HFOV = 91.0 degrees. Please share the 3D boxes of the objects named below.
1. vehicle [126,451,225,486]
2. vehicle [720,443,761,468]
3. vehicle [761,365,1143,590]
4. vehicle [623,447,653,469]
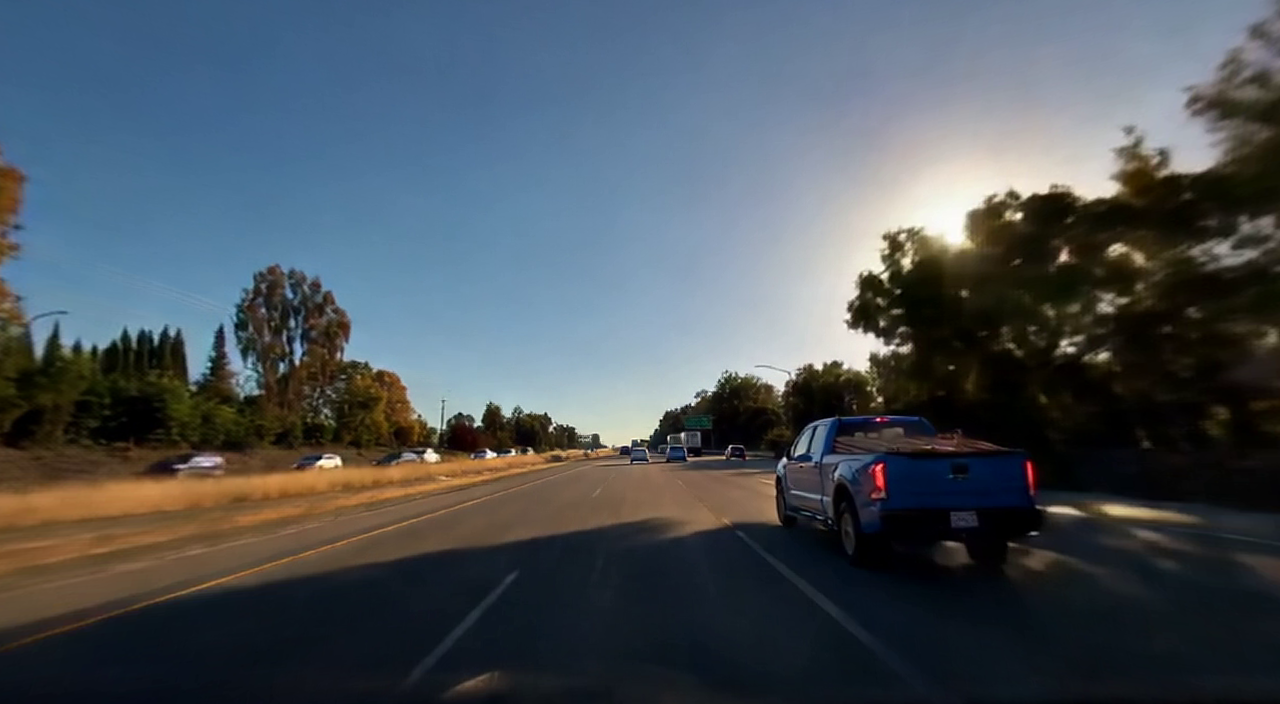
[{"bbox_3d":[-25.366,6.343,34.591,2.027,1.720,4.338,0,-9,1],"label":"vehicle"},{"bbox_3d":[7.226,7.485,45.605,2.189,1.704,4.521,0,-9,0],"label":"vehicle"},{"bbox_3d":[3.432,1.578,8.708,2.354,2.079,5.586,0,-9,-1],"label":"vehicle"},{"bbox_3d":[-0.106,7.373,43.971,2.030,1.473,3.926,0,-9,1],"label":"vehicle"}]
